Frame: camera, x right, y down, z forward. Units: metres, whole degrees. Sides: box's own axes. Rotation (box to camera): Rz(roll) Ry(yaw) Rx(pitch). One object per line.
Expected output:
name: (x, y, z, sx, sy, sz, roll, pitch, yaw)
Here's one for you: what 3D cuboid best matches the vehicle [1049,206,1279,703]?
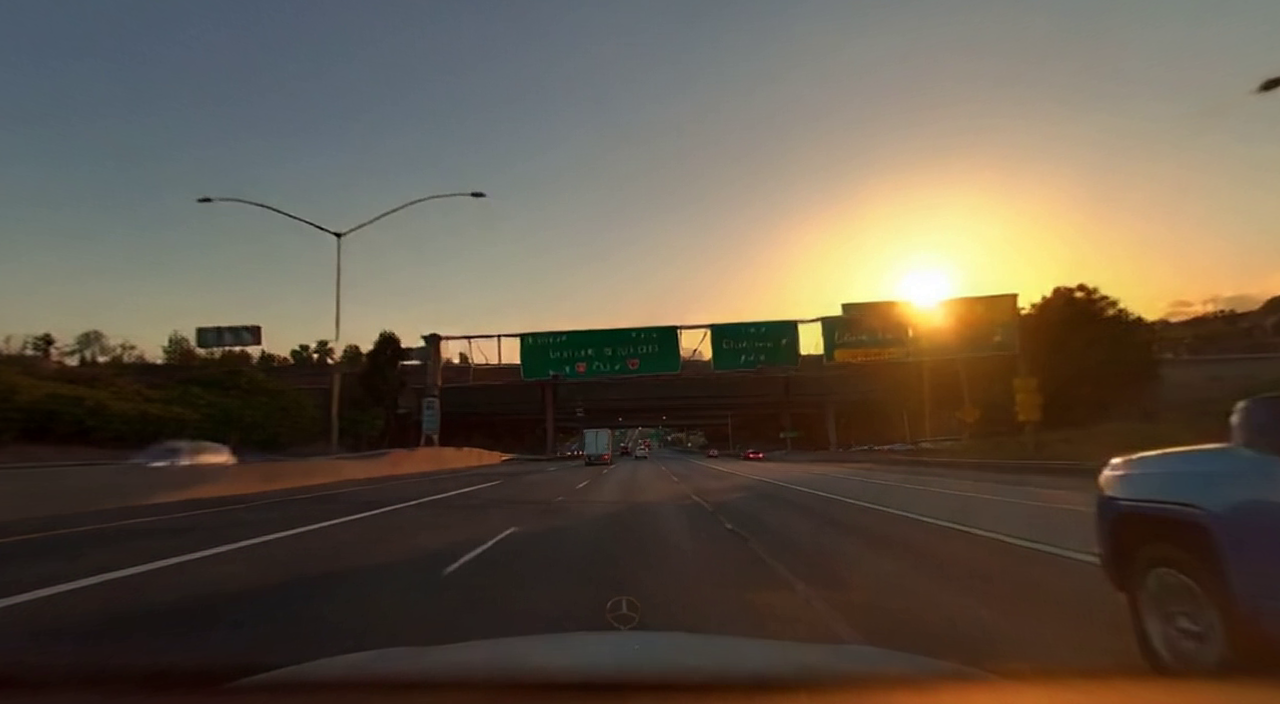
vehicle: (3.541, 0.260, 0.345, 2.593, 2.110, 6.016, 0, -9, 0)
